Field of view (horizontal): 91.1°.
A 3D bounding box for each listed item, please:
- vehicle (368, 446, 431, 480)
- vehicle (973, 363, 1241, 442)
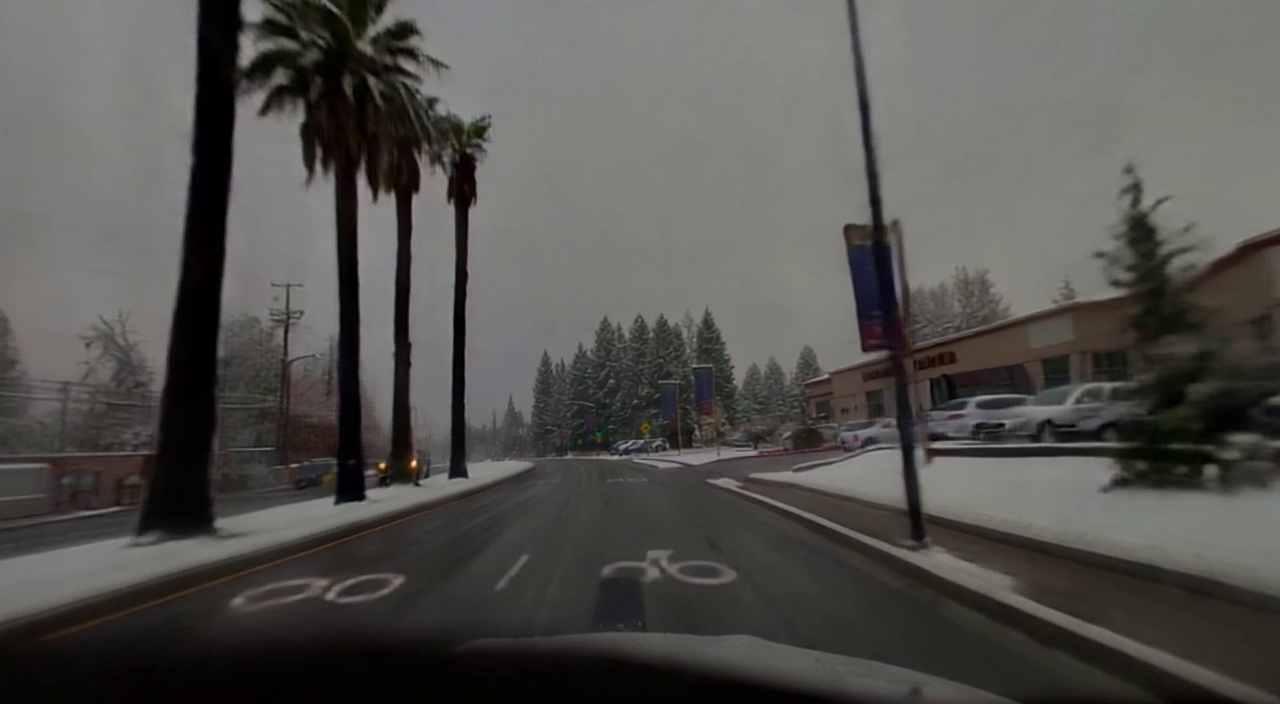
[{"bbox_3d":[-14.974,6.895,39.412,2.239,1.955,5.017,0,-8,-4],"label":"vehicle"},{"bbox_3d":[10.758,1.238,14.762,4.636,1.695,2.025,0,-8,-1],"label":"vehicle"}]
